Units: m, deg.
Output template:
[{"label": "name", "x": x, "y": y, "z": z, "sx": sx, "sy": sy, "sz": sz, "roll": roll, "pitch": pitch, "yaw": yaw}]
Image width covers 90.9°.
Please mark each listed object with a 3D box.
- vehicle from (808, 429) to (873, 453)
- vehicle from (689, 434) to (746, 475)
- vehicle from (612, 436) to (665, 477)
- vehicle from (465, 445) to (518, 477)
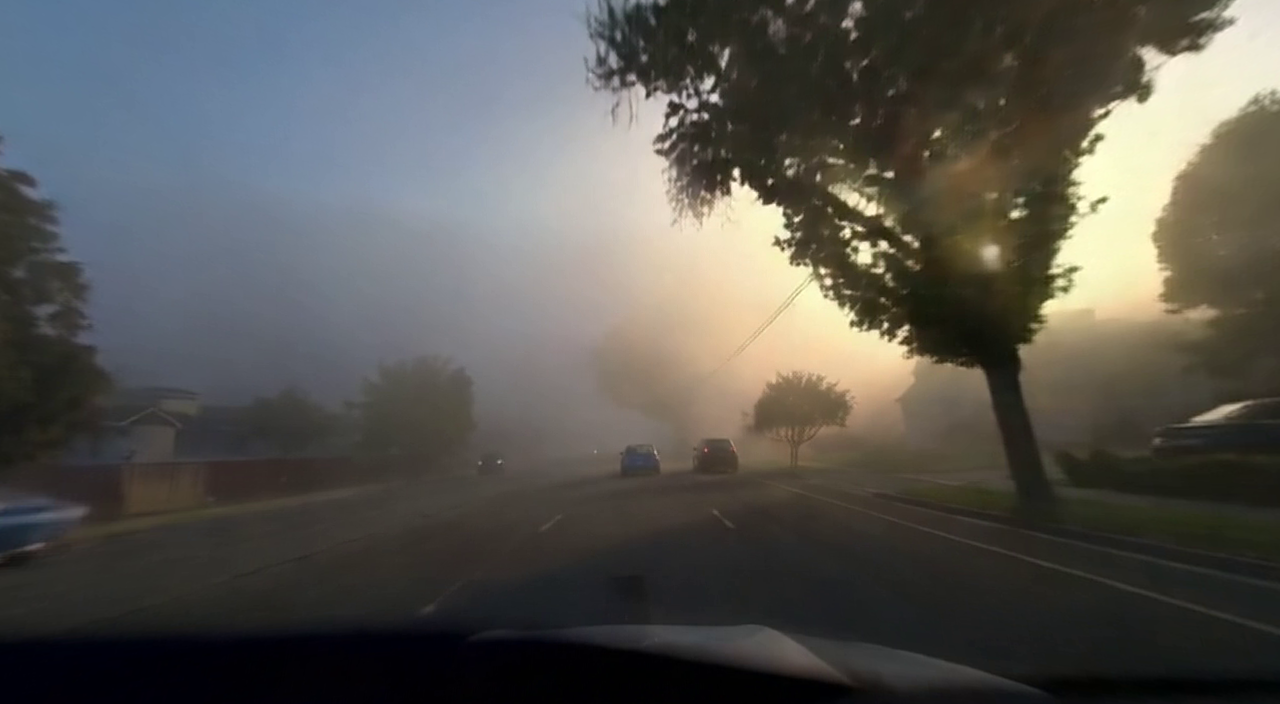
[{"label": "vehicle", "x": 15.439, "y": 6.900, "z": 48.683, "sx": 4.378, "sy": 1.754, "sz": 2.007, "roll": 1, "pitch": -9, "yaw": 1}, {"label": "vehicle", "x": 3.490, "y": 4.697, "z": 29.140, "sx": 2.024, "sy": 1.711, "sz": 4.512, "roll": 0, "pitch": -8, "yaw": -1}, {"label": "vehicle", "x": -0.079, "y": 4.618, "z": 28.086, "sx": 2.200, "sy": 1.653, "sz": 4.127, "roll": 0, "pitch": -8, "yaw": 0}, {"label": "vehicle", "x": -9.369, "y": 6.911, "z": 40.156, "sx": 2.101, "sy": 1.703, "sz": 4.481, "roll": -6, "pitch": -8, "yaw": 1}]
